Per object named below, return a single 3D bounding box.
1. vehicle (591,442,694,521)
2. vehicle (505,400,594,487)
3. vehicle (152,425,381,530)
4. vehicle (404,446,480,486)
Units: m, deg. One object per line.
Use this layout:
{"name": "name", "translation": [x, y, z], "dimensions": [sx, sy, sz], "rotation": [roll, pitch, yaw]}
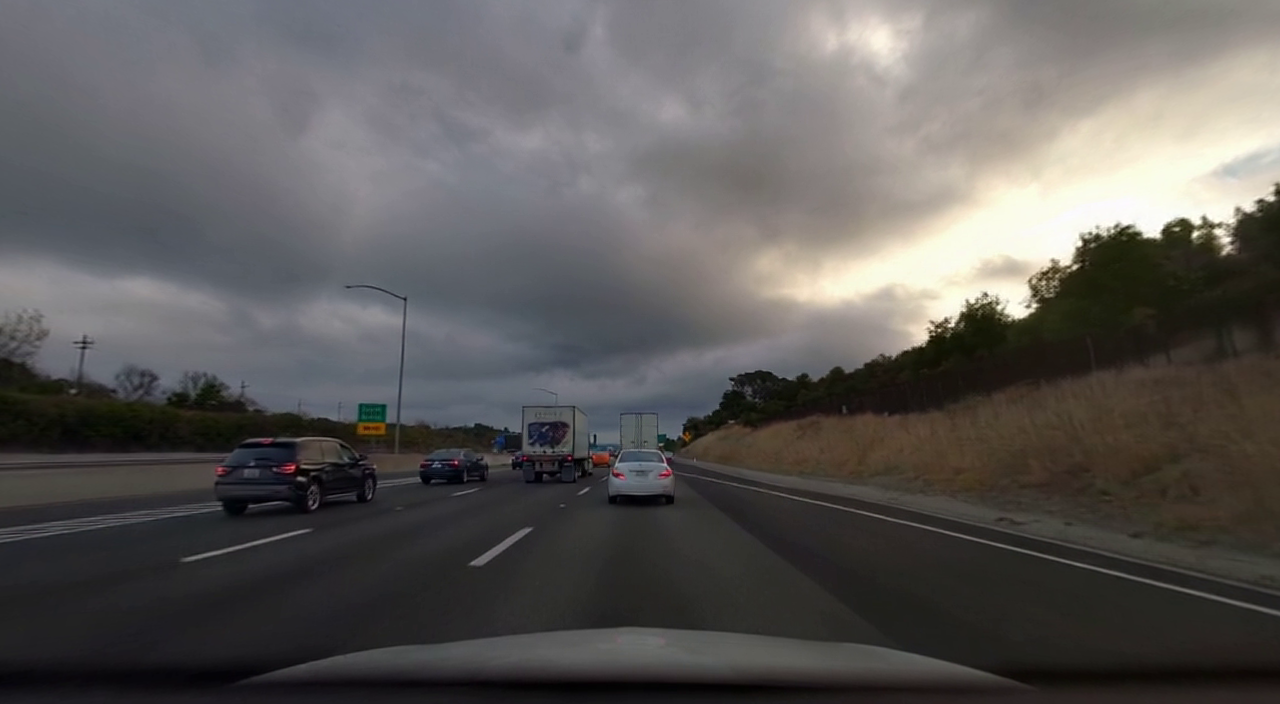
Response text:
{"name": "vehicle", "translation": [0.022, 2.779, 13.962], "dimensions": [1.995, 1.495, 3.380], "rotation": [0, -9, -1]}
{"name": "vehicle", "translation": [-3.819, 4.137, 28.357], "dimensions": [2.812, 3.342, 7.248], "rotation": [-1, -9, 1]}
{"name": "vehicle", "translation": [-7.219, 2.461, 12.871], "dimensions": [1.952, 1.746, 4.332], "rotation": [-1, -9, 1]}
{"name": "vehicle", "translation": [-8.054, 4.666, 26.040], "dimensions": [1.880, 1.512, 3.758], "rotation": [-1, -9, 1]}
